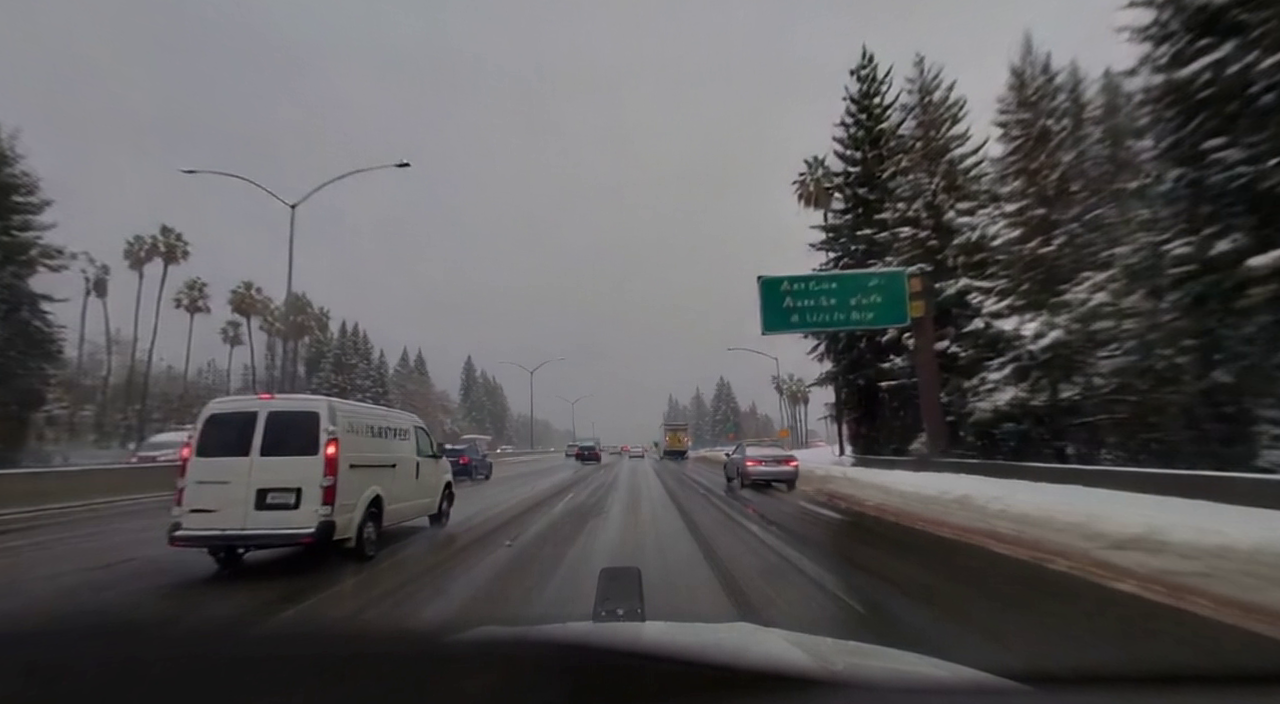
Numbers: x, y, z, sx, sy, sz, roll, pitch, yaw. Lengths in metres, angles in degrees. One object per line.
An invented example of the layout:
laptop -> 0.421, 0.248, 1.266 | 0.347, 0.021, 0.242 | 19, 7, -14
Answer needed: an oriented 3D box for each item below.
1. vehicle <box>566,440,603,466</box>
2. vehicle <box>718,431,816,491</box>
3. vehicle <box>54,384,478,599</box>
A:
vehicle -> -3.671, 6.775, 42.322 | 2.017, 1.683, 4.094 | 0, -9, 1
vehicle -> 3.876, 3.434, 20.117 | 2.124, 1.674, 4.494 | 0, -9, -1
vehicle -> -3.953, 1.613, 8.234 | 2.215, 1.859, 5.375 | 0, -9, 0
